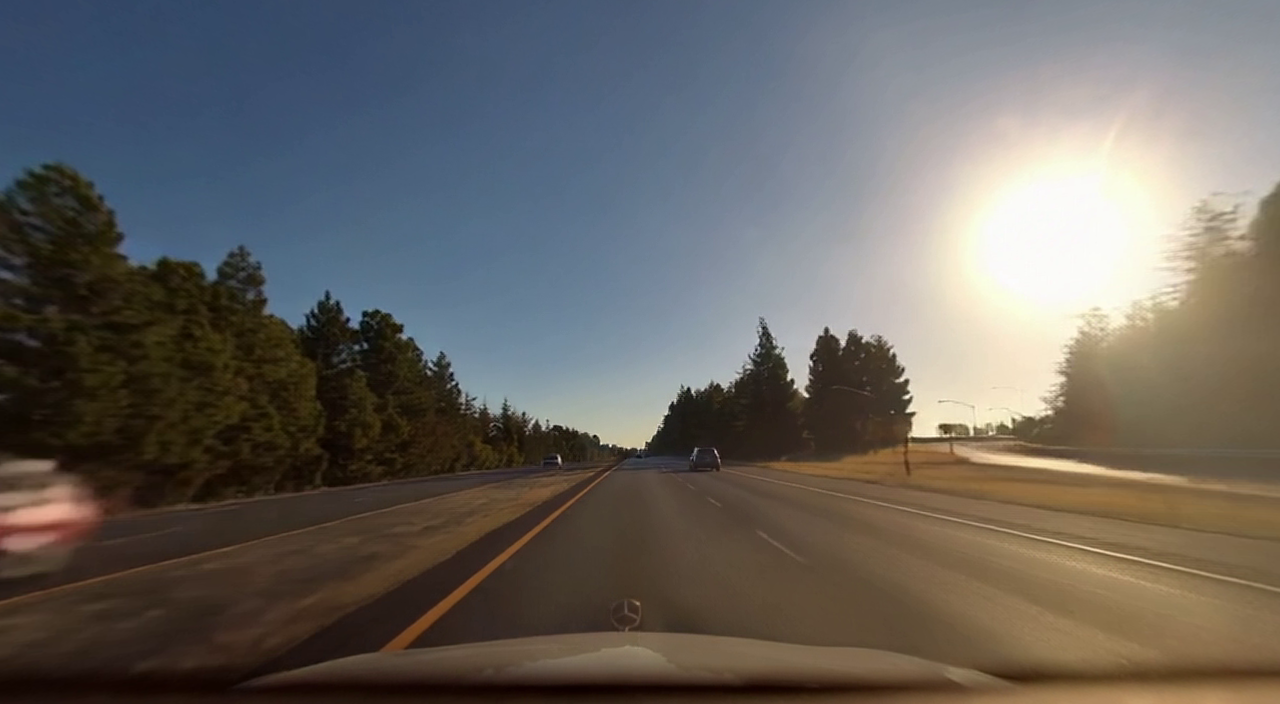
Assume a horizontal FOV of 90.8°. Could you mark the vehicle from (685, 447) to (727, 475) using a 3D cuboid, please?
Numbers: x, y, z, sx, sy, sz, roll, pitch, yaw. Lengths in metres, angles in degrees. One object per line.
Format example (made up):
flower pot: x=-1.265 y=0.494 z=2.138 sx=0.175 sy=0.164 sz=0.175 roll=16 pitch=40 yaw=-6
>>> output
vehicle: x=3.909 y=6.504 z=37.871 sx=2.013 sy=1.584 sz=3.995 roll=0 pitch=-9 yaw=-1
